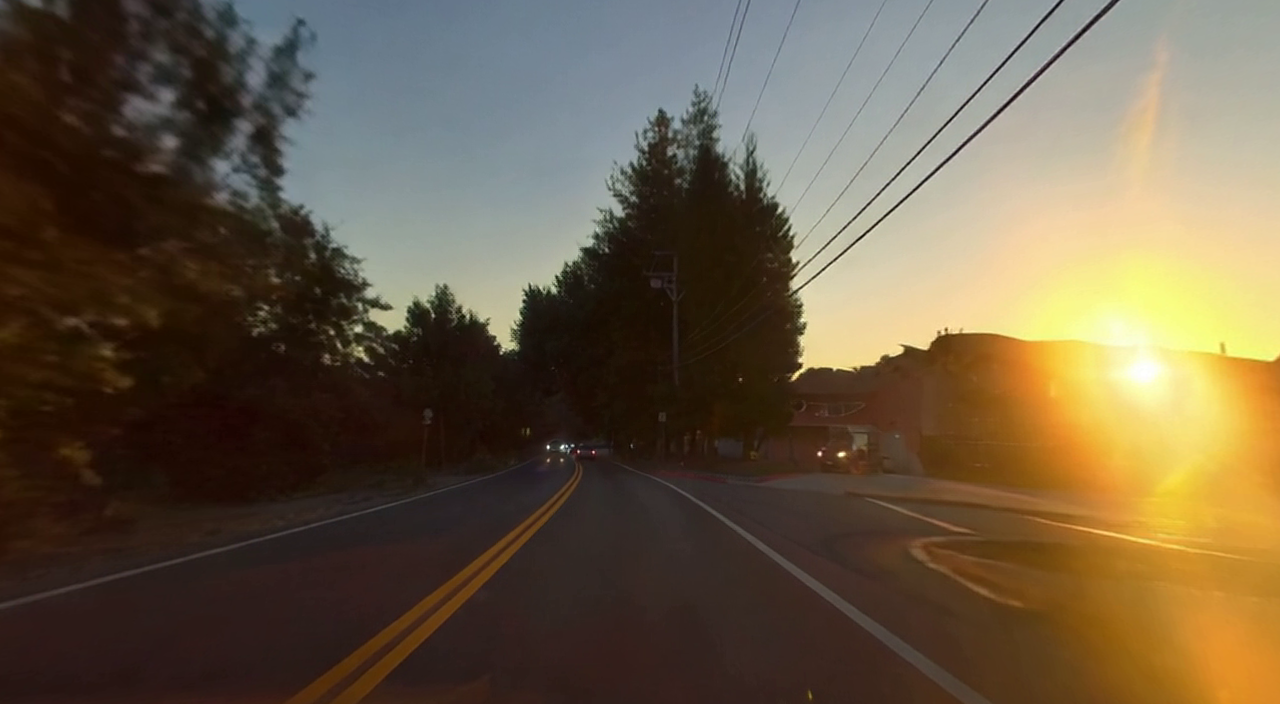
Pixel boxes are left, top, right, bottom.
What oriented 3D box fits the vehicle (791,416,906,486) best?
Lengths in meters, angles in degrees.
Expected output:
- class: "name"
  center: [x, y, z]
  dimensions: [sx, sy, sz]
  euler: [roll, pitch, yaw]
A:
- class: "vehicle"
  center: [12.038, 5.718, 36.522]
  dimensions: [5.297, 3.064, 2.935]
  euler: [11, -8, -16]
